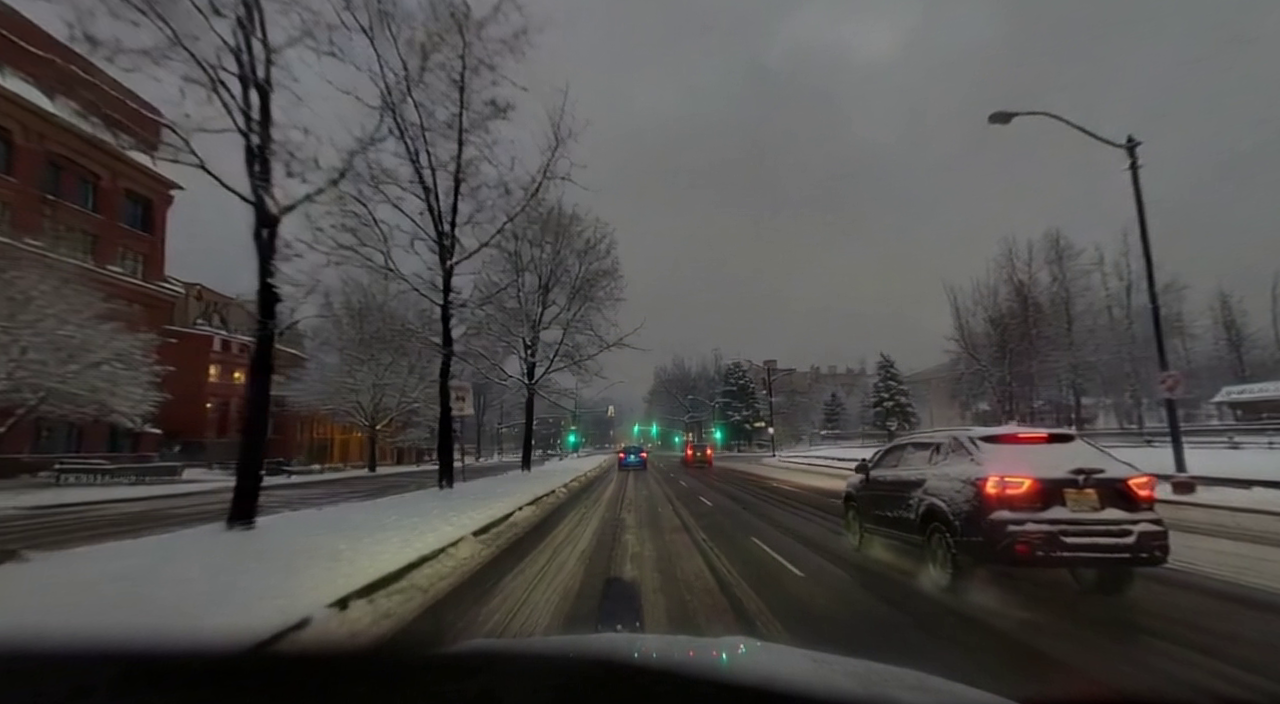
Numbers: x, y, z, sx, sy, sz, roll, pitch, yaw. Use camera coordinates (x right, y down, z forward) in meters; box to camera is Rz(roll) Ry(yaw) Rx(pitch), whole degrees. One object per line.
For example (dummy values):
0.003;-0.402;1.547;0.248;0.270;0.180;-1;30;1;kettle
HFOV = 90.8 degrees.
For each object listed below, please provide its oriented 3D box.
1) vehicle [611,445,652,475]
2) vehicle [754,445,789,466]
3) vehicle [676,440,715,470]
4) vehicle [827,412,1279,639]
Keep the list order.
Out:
-0.439;5.683;33.374;2.054;1.446;3.969;0;-9;-1;vehicle
10.116;7.991;48.784;1.958;1.529;4.084;0;-10;3;vehicle
3.435;6.495;39.935;2.036;1.757;4.300;0;-9;-1;vehicle
3.464;1.488;6.345;1.937;1.538;3.832;0;-9;-1;vehicle
